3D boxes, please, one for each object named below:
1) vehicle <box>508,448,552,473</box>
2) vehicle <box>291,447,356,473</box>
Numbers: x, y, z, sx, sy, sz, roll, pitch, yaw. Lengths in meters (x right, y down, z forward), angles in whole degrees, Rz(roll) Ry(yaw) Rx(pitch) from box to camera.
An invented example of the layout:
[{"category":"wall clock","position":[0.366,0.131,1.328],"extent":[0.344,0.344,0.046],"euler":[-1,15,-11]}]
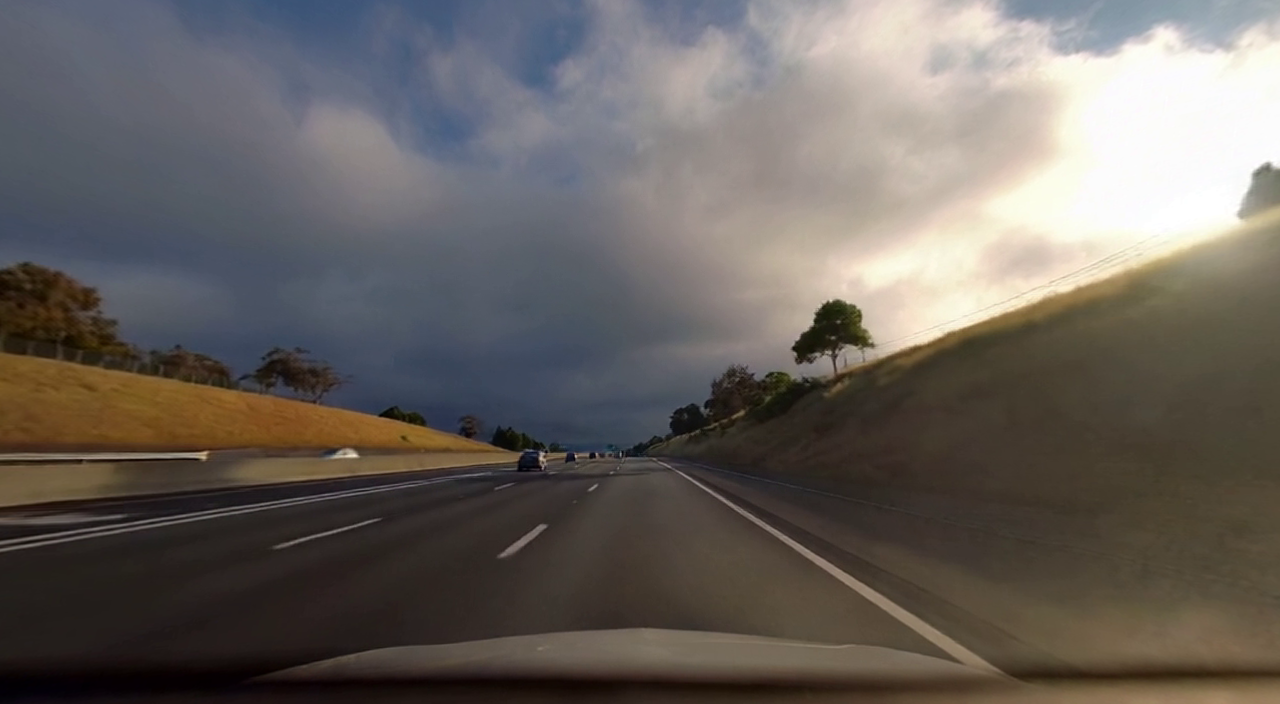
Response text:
[{"category":"vehicle","position":[-7.075,7.018,40.907],"extent":[2.015,1.483,4.626],"euler":[0,-9,0]},{"category":"vehicle","position":[-18.577,6.348,37.187],"extent":[1.762,1.447,4.009],"euler":[0,-9,0]}]
